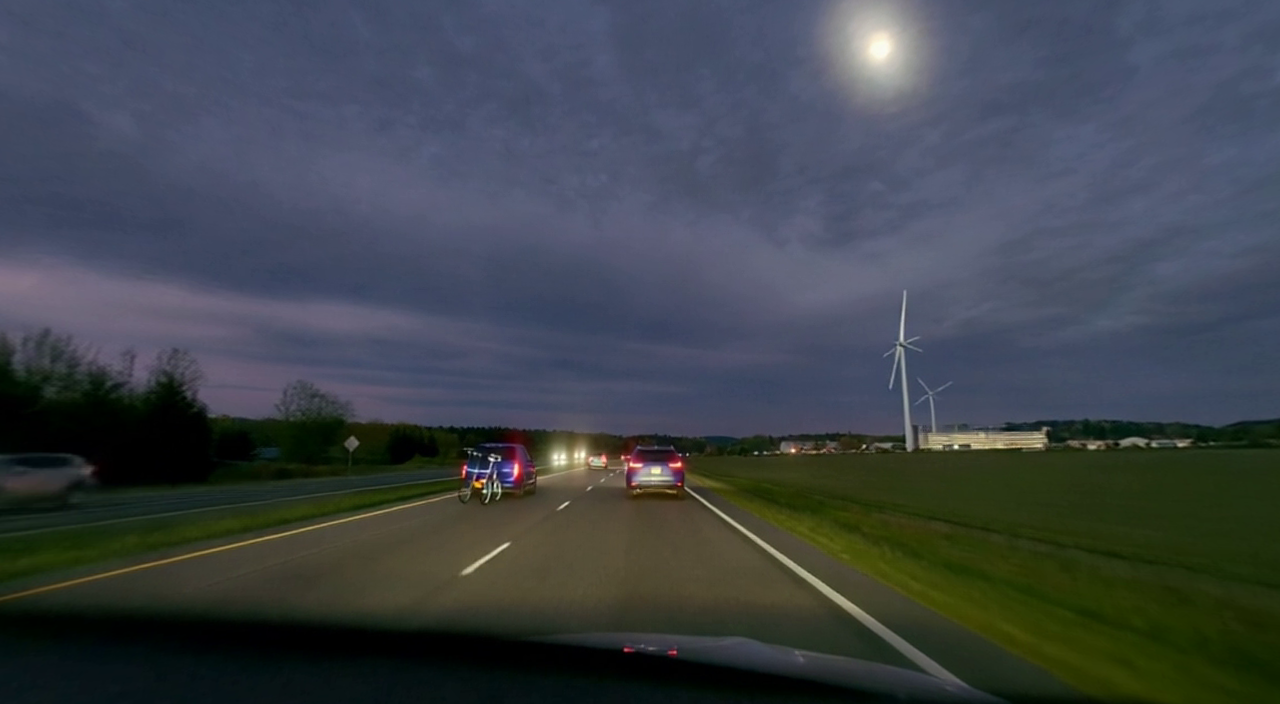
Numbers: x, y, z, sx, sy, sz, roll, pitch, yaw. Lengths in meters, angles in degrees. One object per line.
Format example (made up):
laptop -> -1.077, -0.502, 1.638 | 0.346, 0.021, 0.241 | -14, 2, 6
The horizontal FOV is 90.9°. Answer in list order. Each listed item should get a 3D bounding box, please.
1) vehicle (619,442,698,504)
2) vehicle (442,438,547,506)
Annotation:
vehicle -> 0.466, 3.495, 18.558 | 2.063, 1.582, 3.955 | 0, -9, -1
vehicle -> -3.955, 3.345, 17.891 | 1.962, 1.681, 4.033 | 0, -9, 1
